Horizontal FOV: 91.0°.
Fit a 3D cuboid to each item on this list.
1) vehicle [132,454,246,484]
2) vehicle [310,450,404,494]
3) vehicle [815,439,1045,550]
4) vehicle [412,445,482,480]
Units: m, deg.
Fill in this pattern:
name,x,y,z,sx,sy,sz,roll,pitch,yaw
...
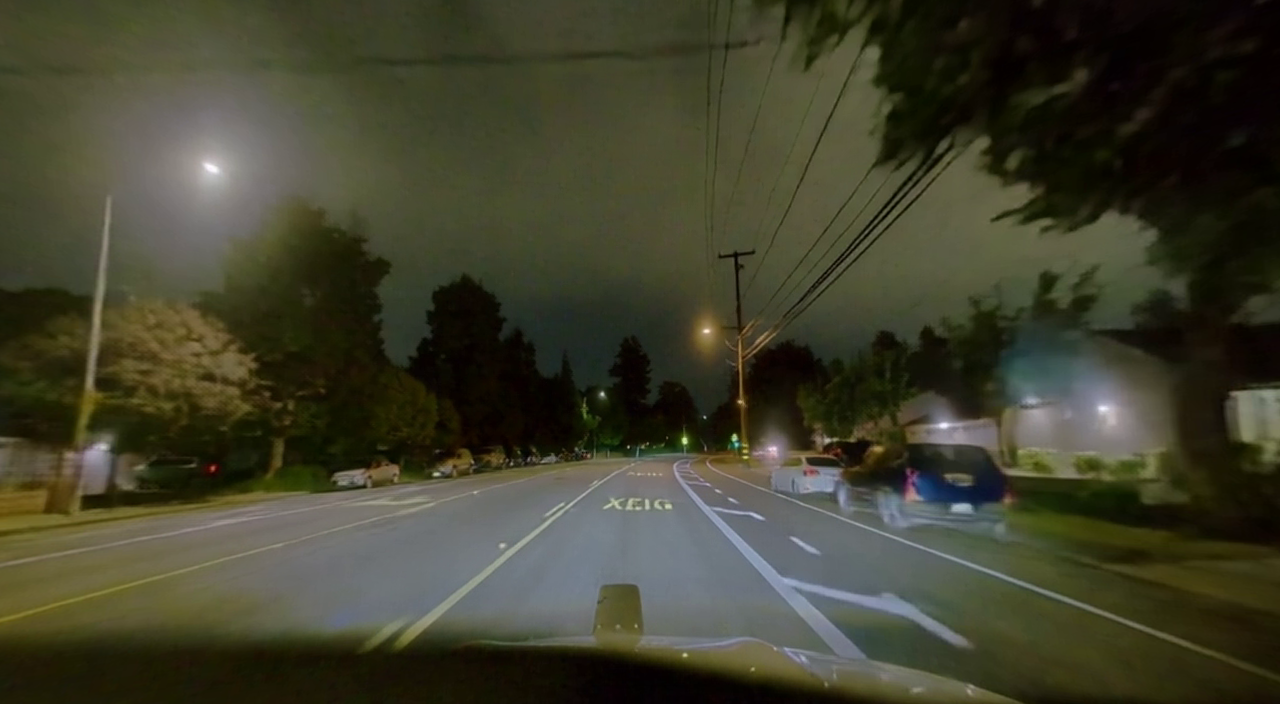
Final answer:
name,x,y,z,sx,sy,sz,roll,pitch,yaw
vehicle,-23.193,6.012,32.513,4.326,1.468,2.025,0,-9,1
vehicle,-12.029,5.120,27.127,1.907,1.612,4.594,-3,-10,0
vehicle,5.149,2.565,12.221,2.009,1.649,5.156,0,-9,0
vehicle,-11.543,6.665,38.196,2.225,1.887,5.672,-3,-9,3
